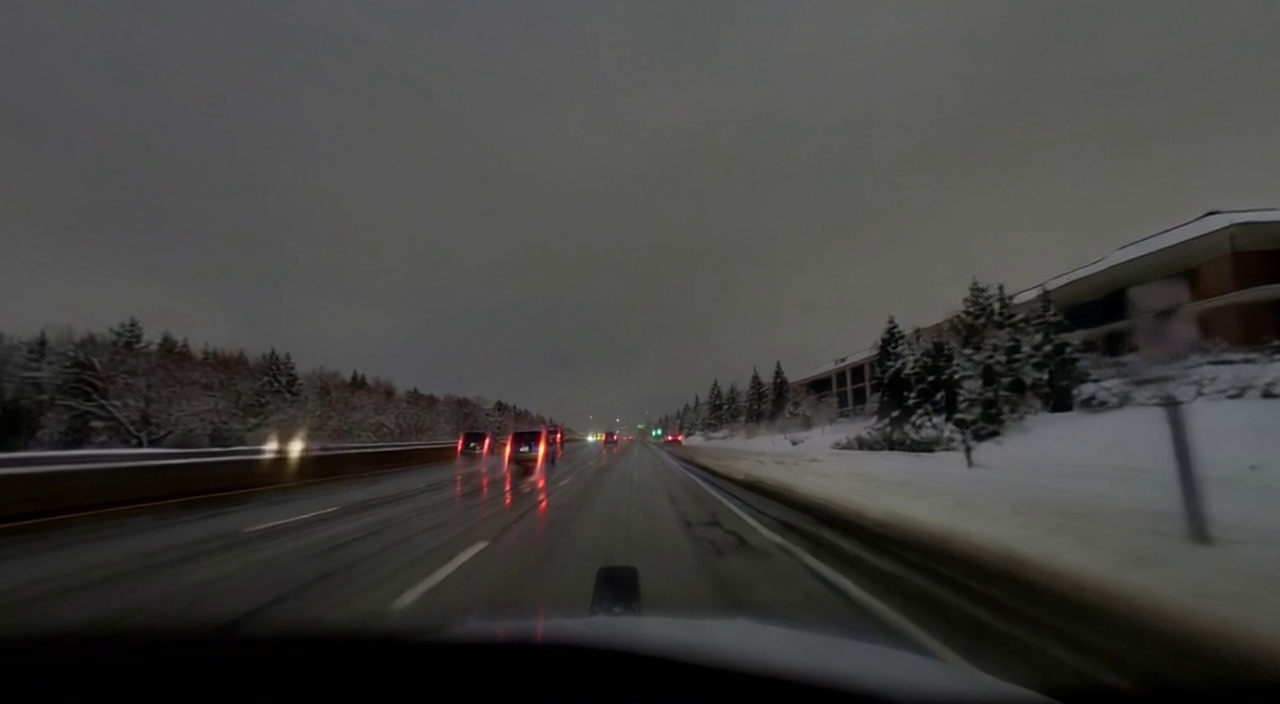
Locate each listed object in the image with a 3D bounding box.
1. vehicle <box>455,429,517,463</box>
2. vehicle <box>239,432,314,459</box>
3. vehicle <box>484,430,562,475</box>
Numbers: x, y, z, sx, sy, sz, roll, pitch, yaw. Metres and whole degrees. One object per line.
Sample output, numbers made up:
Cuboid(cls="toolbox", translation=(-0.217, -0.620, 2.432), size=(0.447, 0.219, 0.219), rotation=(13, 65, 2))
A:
Cuboid(cls="vehicle", translation=(-7.685, 4.714, 31.804), size=(1.985, 1.575, 4.453), rotation=(0, -8, 1))
Cuboid(cls="vehicle", translation=(-21.345, 5.517, 37.117), size=(1.987, 1.501, 4.054), rotation=(0, -8, 0))
Cuboid(cls="vehicle", translation=(-4.178, 3.664, 23.216), size=(1.996, 1.490, 4.571), rotation=(0, -8, 0))
